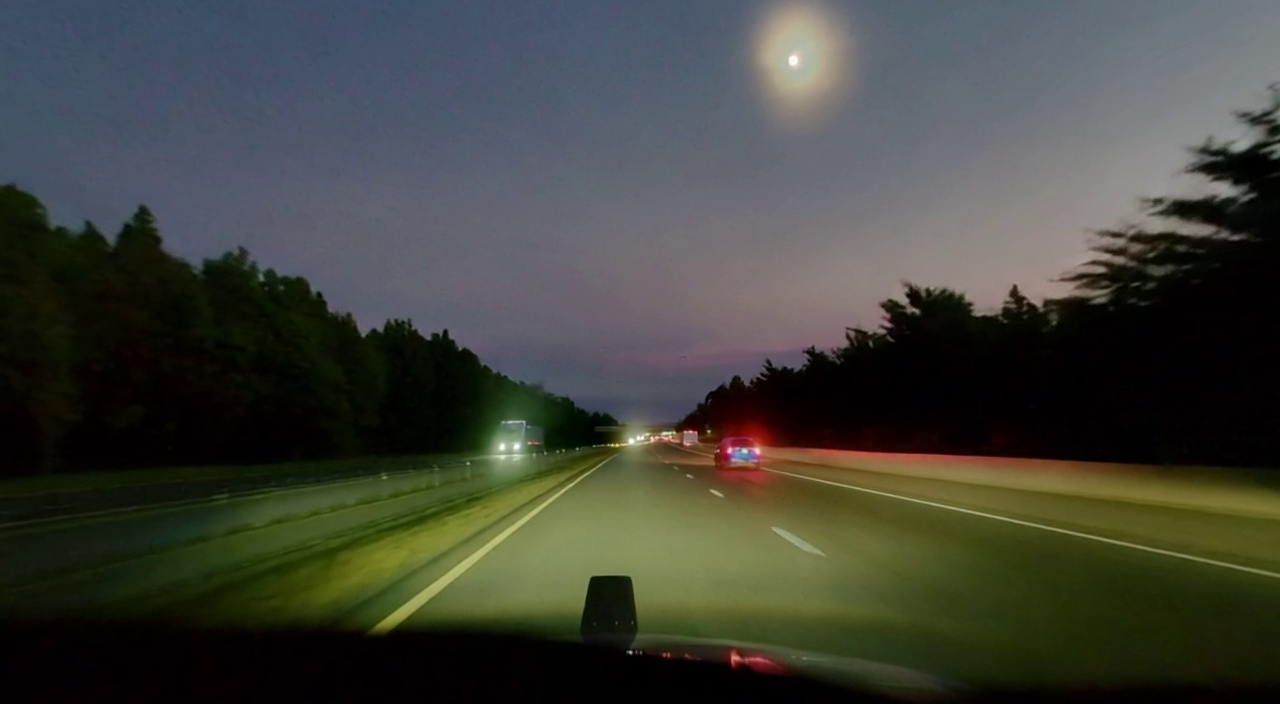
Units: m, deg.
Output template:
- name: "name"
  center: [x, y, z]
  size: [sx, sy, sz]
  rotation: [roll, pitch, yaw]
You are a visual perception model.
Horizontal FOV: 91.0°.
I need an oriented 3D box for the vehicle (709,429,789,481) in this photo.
- name: "vehicle"
  center: [3.810, 3.672, 22.758]
  size: [2.022, 1.663, 4.245]
  rotation: [0, -8, -1]
